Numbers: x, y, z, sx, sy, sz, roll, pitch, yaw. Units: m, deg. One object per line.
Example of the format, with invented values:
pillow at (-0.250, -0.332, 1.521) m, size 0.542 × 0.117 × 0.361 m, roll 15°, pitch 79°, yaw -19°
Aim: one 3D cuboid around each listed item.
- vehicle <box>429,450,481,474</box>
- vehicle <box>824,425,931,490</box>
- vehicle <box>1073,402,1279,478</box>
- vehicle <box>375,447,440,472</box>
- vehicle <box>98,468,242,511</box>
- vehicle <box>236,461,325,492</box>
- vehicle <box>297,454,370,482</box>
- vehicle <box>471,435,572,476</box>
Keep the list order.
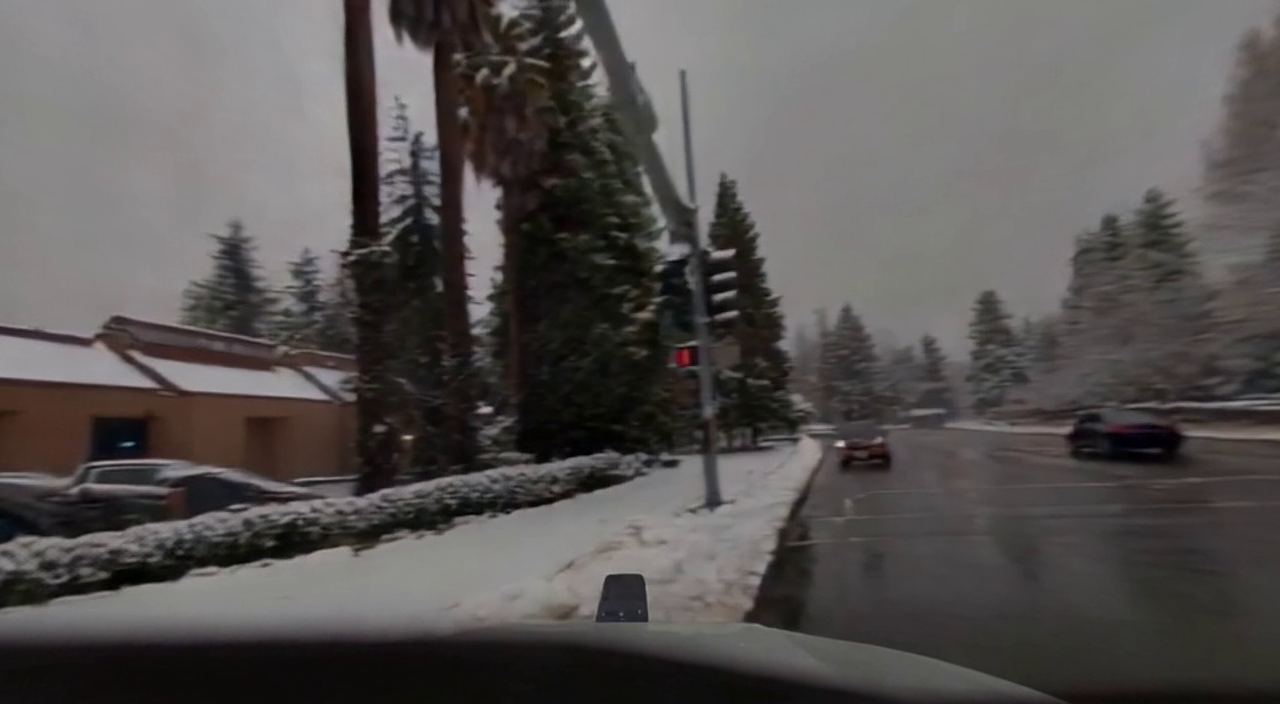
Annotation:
vehicle at (-12.312, 7.339, 42.296) m, size 1.787 × 1.464 × 3.877 m, roll -3°, pitch -9°, yaw 10°
vehicle at (6.365, 2.865, 17.481) m, size 1.951 × 1.546 × 4.597 m, roll -2°, pitch -8°, yaw 11°
vehicle at (12.612, 2.106, 14.994) m, size 2.068 × 1.509 × 4.687 m, roll -2°, pitch -8°, yaw 11°
vehicle at (-15.383, 7.156, 42.012) m, size 1.992 × 1.533 × 4.178 m, roll -3°, pitch -10°, yaw 15°
vehicle at (-19.049, 5.561, 25.911) m, size 2.085 × 1.398 × 4.355 m, roll -2°, pitch -9°, yaw 12°
vehicle at (-20.200, 6.988, 35.686) m, size 1.997 × 1.459 × 4.199 m, roll -2°, pitch -8°, yaw 12°
vehicle at (-20.203, 7.624, 41.831) m, size 1.867 × 1.433 × 4.377 m, roll 8°, pitch -7°, yaw 12°
vehicle at (-5.538, 4.777, 29.465) m, size 4.286 × 1.569 × 2.068 m, roll -4°, pitch -4°, yaw 29°
